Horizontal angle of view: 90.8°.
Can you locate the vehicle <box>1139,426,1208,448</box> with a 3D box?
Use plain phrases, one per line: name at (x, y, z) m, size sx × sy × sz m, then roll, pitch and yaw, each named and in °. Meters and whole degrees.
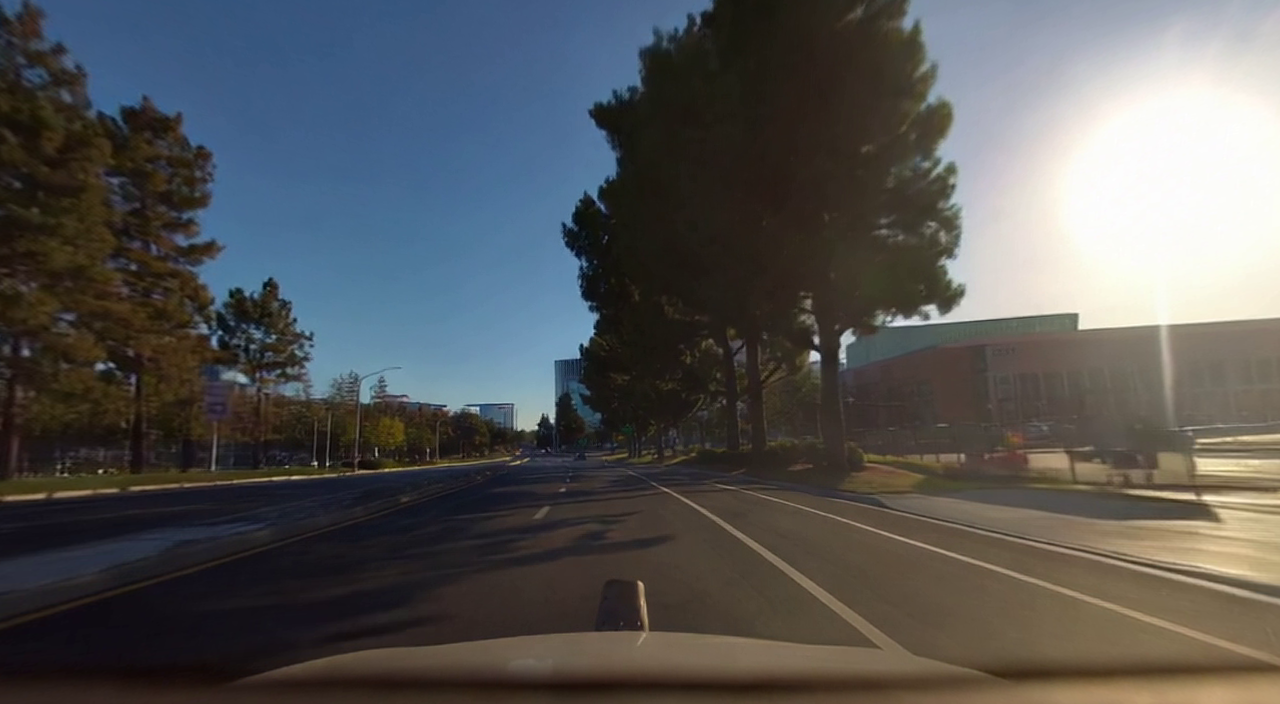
vehicle at (41.757, 6.677, 49.610) m, size 1.787 × 1.584 × 4.606 m, roll 0°, pitch -9°, yaw 7°
